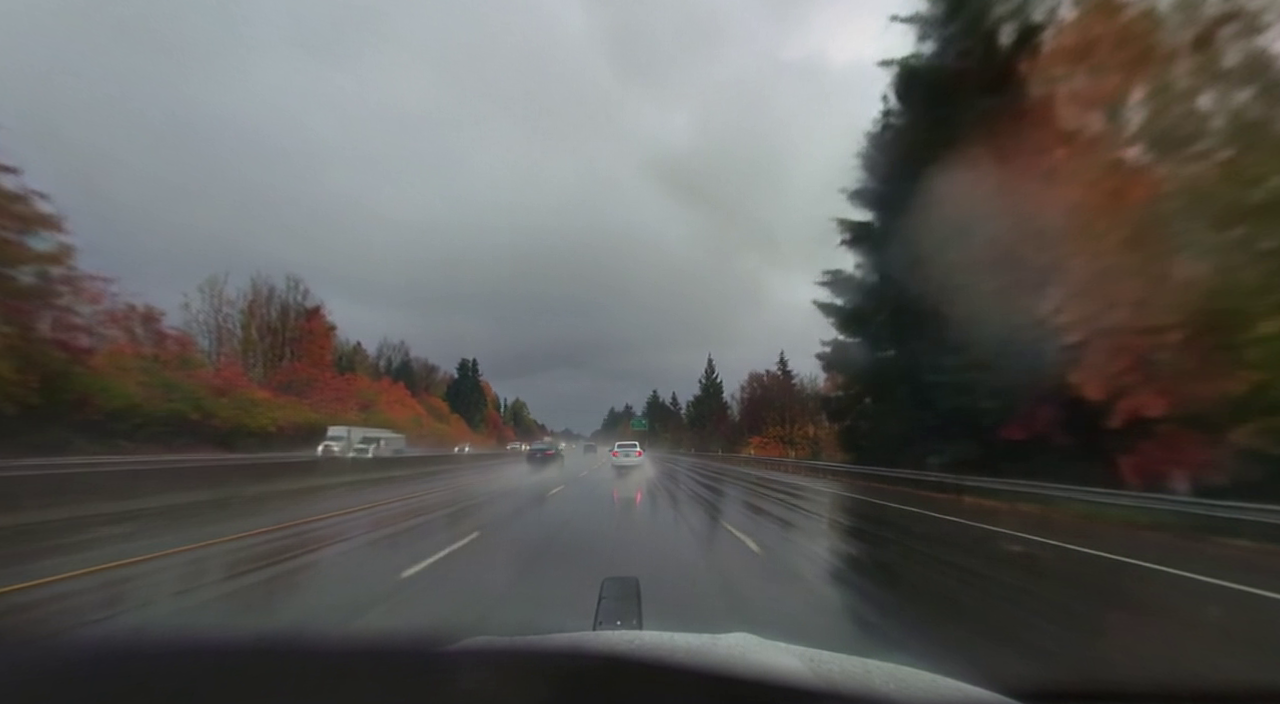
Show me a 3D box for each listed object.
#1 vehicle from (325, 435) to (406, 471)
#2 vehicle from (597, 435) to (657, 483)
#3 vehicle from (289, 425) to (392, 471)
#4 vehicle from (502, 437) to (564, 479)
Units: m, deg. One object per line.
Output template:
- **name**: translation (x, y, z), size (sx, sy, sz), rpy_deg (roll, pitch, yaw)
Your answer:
- **vehicle**: translation (-13.613, 5.047, 31.397), size (2.003, 1.594, 4.599), rpy_deg (-1, -9, 0)
- **vehicle**: translation (-0.481, 4.124, 24.295), size (2.115, 1.661, 4.049), rpy_deg (0, -9, -1)
- **vehicle**: translation (-17.720, 5.752, 37.715), size (2.550, 2.436, 7.444), rpy_deg (-1, -9, -1)
- **vehicle**: translation (-4.707, 4.769, 28.299), size (1.974, 1.688, 4.727), rpy_deg (-1, -9, 0)
